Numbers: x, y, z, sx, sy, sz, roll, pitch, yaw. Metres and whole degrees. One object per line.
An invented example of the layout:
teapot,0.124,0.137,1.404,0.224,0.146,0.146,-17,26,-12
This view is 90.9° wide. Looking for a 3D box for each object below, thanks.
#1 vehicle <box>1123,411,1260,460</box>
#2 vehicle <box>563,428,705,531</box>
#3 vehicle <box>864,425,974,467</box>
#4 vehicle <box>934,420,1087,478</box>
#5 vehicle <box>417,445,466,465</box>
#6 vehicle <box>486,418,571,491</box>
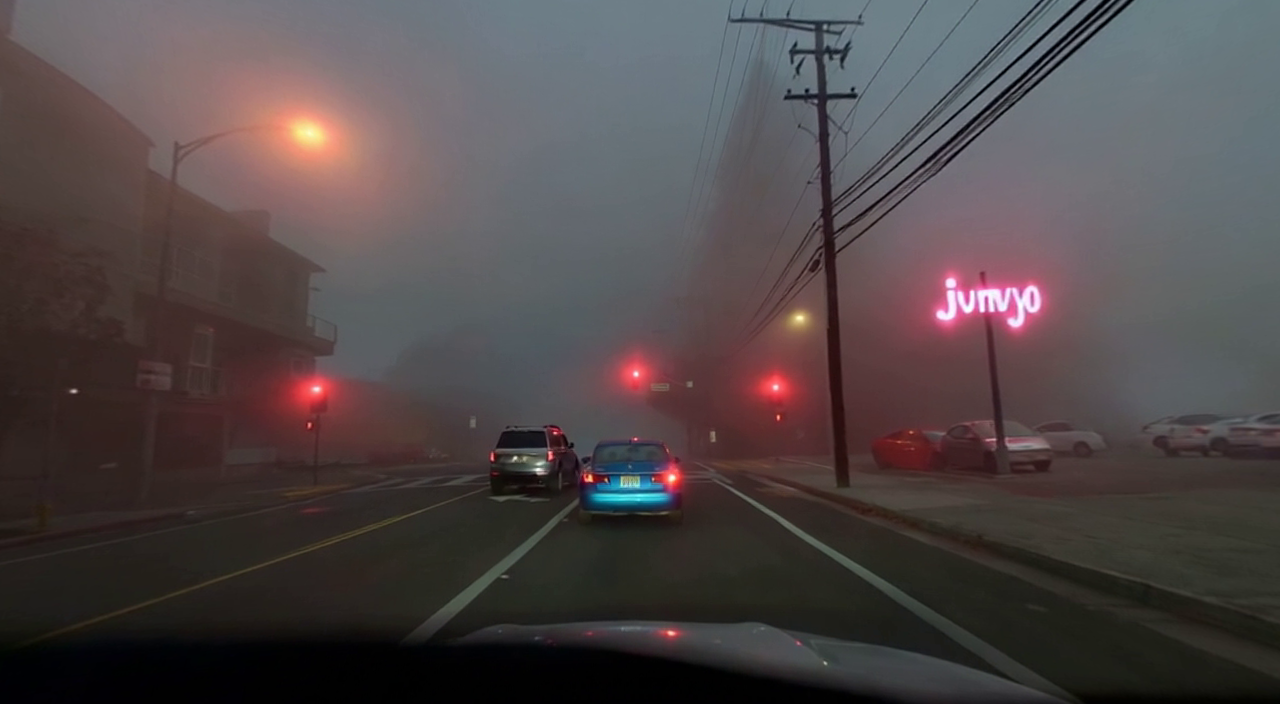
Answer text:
vehicle,18.688,2.851,21.346,4.446,1.511,1.977,4,-10,-29
vehicle,-0.154,2.180,11.398,2.070,1.481,4.216,0,-8,-2
vehicle,10.618,3.624,24.400,1.842,1.471,4.481,1,-8,-6
vehicle,10.514,2.800,18.339,1.888,1.455,4.268,0,-8,1
vehicle,-15.633,8.048,49.515,2.111,1.511,4.641,6,-10,-37
vehicle,-3.126,2.984,18.628,2.106,1.852,4.512,1,-8,-5
